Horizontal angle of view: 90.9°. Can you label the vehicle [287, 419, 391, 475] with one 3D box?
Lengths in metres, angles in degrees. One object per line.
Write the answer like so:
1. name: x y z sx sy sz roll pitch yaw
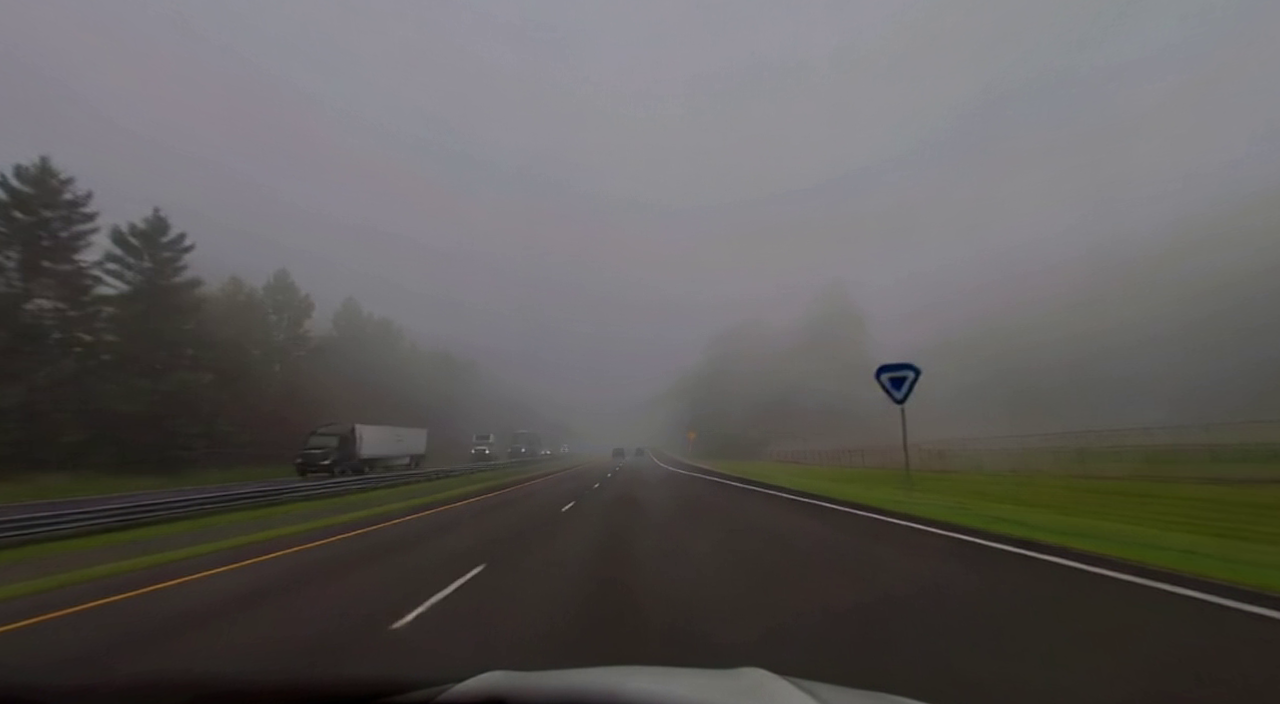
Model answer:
1. vehicle: -22.889 7.391 48.805 3.015 3.832 9.988 0 -9 1
